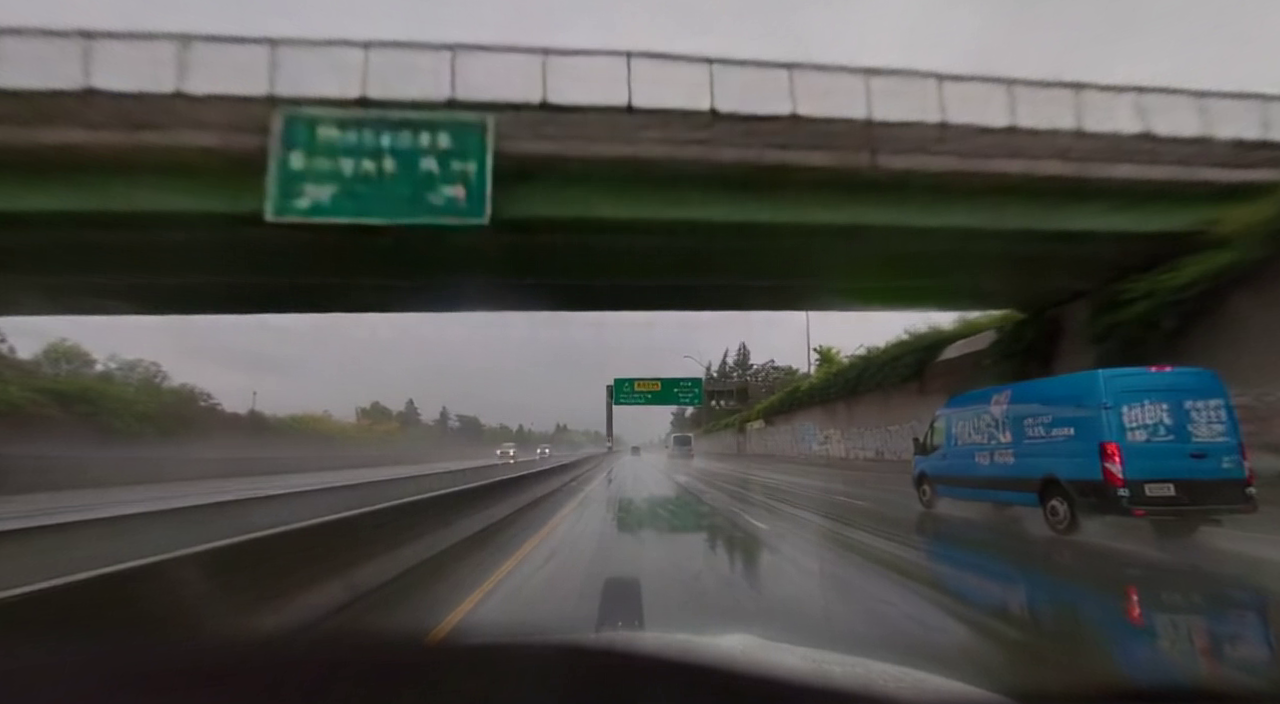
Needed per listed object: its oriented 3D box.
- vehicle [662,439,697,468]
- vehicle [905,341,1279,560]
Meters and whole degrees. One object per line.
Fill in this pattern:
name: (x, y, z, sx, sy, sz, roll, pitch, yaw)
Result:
vehicle: (2.811, 7.402, 45.814, 2.007, 1.943, 5.010, 0, -9, -3)
vehicle: (6.933, 1.605, 10.538, 2.283, 2.631, 5.719, 0, -9, -2)
